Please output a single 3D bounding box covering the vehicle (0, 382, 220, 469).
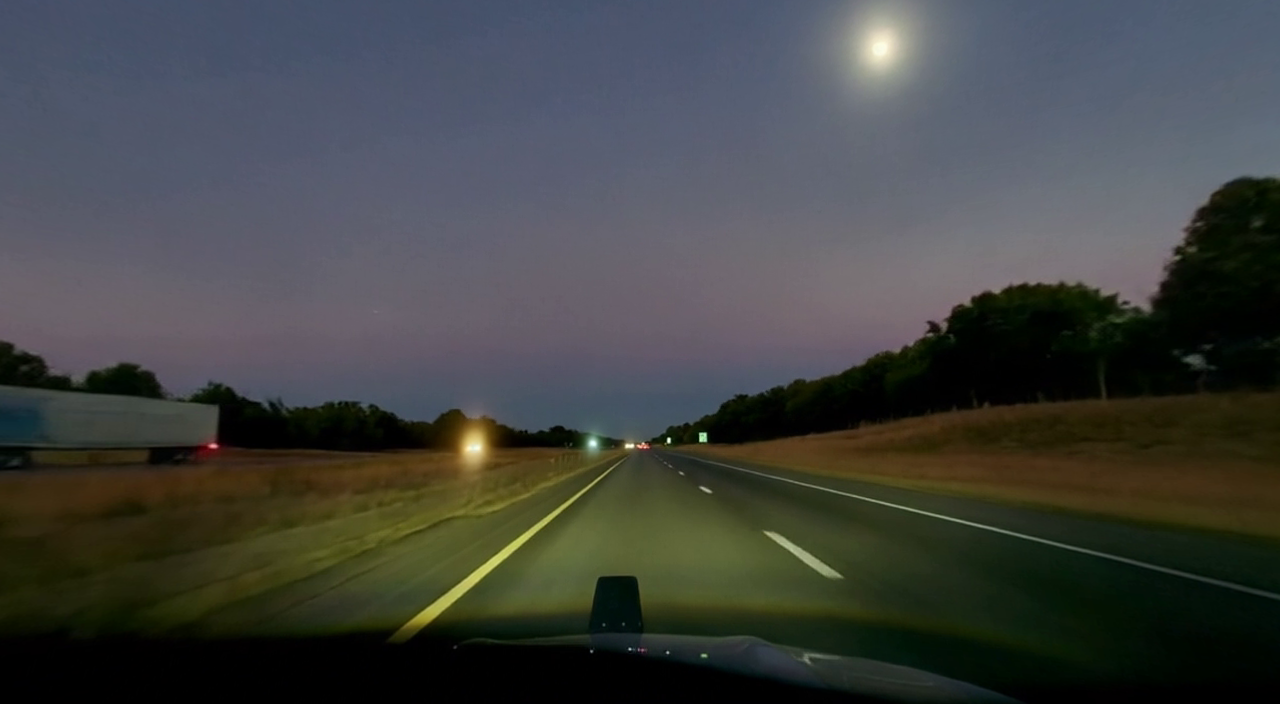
[{"bbox_3d":[-32.504,4.718,38.184,2.948,4.184,16.293,0,-8,0],"label":"vehicle"}]
